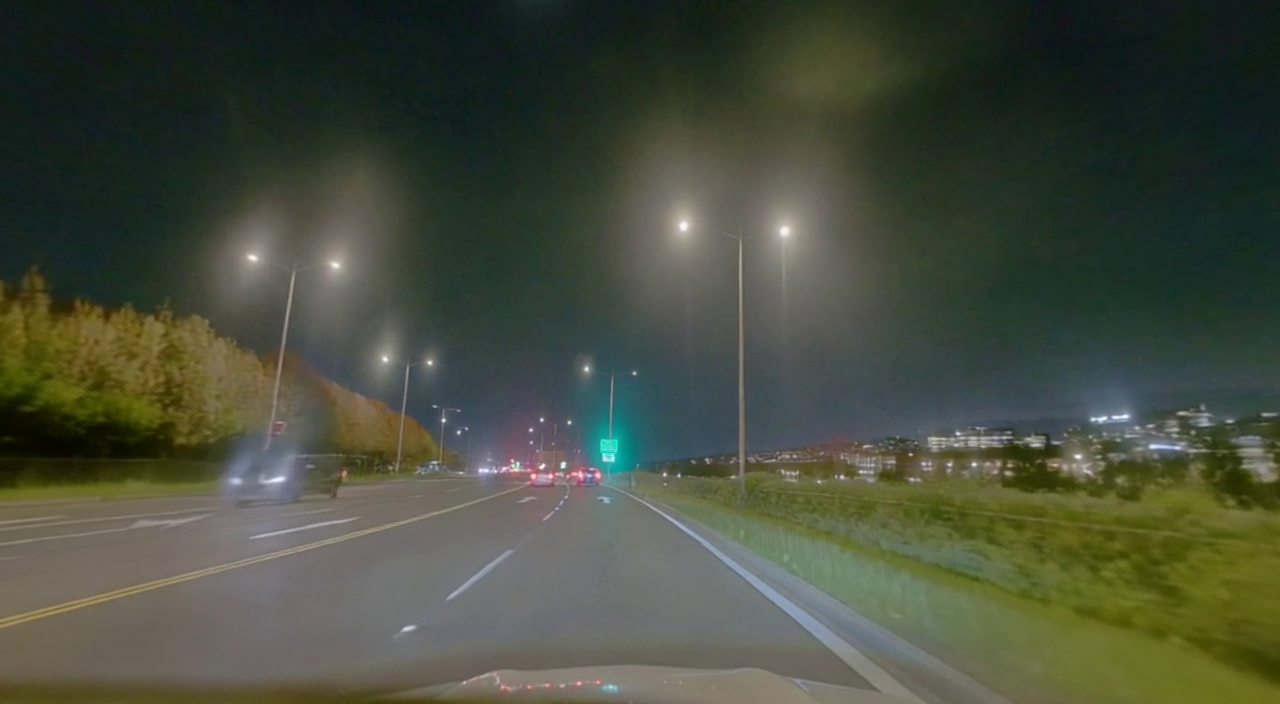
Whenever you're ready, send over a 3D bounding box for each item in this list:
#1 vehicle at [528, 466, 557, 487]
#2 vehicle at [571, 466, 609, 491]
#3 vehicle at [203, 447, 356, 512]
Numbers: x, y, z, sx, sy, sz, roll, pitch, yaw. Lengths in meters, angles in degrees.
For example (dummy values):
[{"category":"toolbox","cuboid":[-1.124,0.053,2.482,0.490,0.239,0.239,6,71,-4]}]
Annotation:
[{"category":"vehicle","cuboid":[-7.458,9.473,48.226,2.030,1.441,4.806,3,-10,-8]},{"category":"vehicle","cuboid":[-3.336,8.232,41.130,2.129,1.471,4.258,3,-10,-8]},{"category":"vehicle","cuboid":[-10.703,3.844,19.202,2.183,1.665,4.498,2,-10,-4]}]
